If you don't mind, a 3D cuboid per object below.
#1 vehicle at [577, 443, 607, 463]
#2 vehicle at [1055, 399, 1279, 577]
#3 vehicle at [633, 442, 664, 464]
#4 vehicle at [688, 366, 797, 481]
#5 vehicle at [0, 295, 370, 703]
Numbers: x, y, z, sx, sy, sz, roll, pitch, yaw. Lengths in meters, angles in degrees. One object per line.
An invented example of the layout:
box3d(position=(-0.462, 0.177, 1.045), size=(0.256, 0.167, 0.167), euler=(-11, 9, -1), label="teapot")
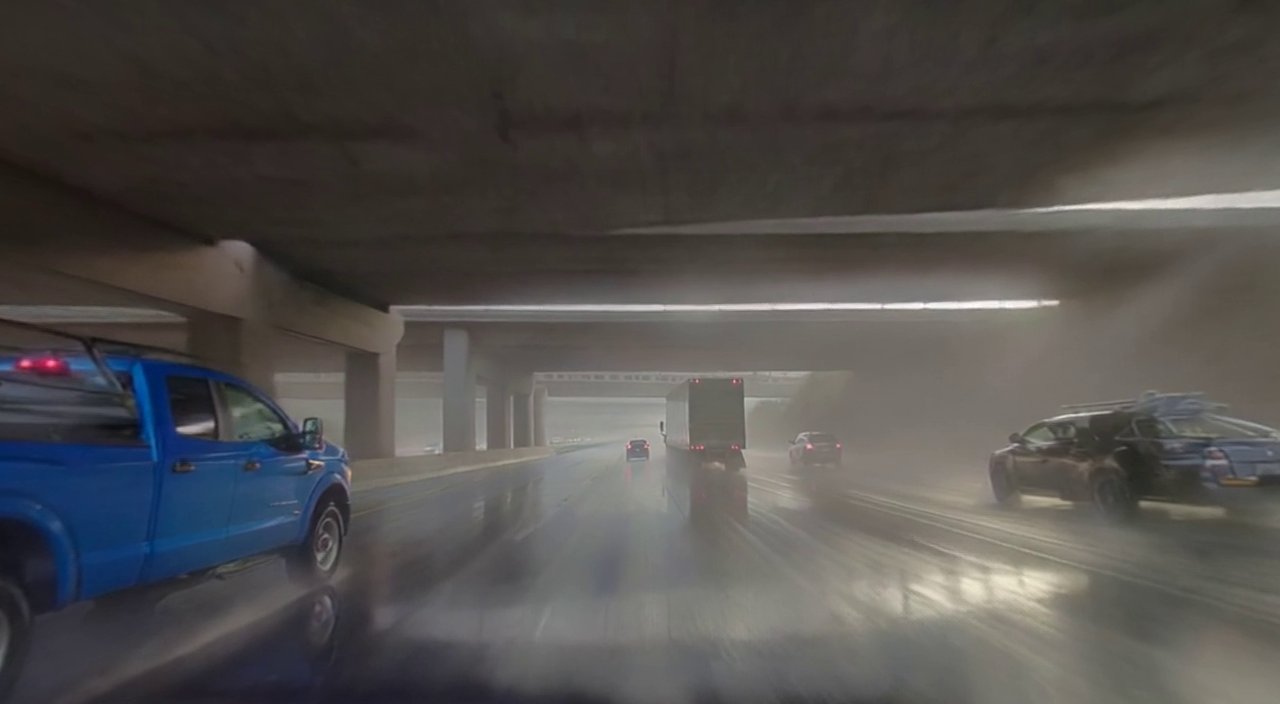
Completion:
box3d(position=(-3.660, 7.801, 48.878), size=(2.077, 1.446, 4.106), euler=(0, -9, 0), label="vehicle")
box3d(position=(7.174, 1.440, 6.965), size=(1.999, 1.700, 4.640), euler=(0, -8, 0), label="vehicle")
box3d(position=(0.616, 7.241, 45.358), size=(2.092, 1.446, 4.092), euler=(0, -8, 0), label="vehicle")
box3d(position=(4.095, 3.461, 28.701), size=(2.885, 4.036, 12.891), euler=(0, -8, 1), label="vehicle")
box3d(position=(-4.361, 0.888, 3.819), size=(2.599, 2.054, 6.288), euler=(0, -9, 1), label="vehicle")
